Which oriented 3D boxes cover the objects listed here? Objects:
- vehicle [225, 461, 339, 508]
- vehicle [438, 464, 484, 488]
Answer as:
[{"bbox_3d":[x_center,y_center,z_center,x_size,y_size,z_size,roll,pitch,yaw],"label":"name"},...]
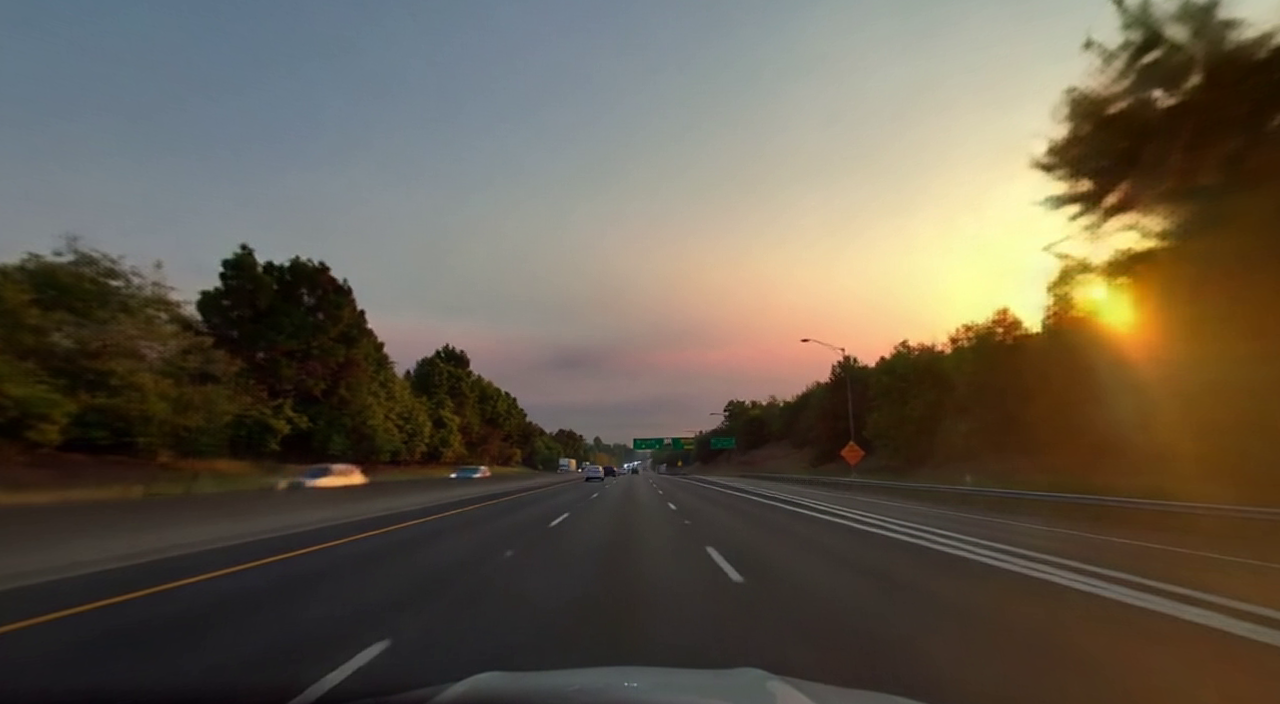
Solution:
[{"bbox_3d":[-12.704,4.735,22.676,1.879,1.481,3.672,1,-11,0],"label":"vehicle"},{"bbox_3d":[-12.268,8.520,43.426,1.864,1.517,4.275,1,-11,1],"label":"vehicle"}]
